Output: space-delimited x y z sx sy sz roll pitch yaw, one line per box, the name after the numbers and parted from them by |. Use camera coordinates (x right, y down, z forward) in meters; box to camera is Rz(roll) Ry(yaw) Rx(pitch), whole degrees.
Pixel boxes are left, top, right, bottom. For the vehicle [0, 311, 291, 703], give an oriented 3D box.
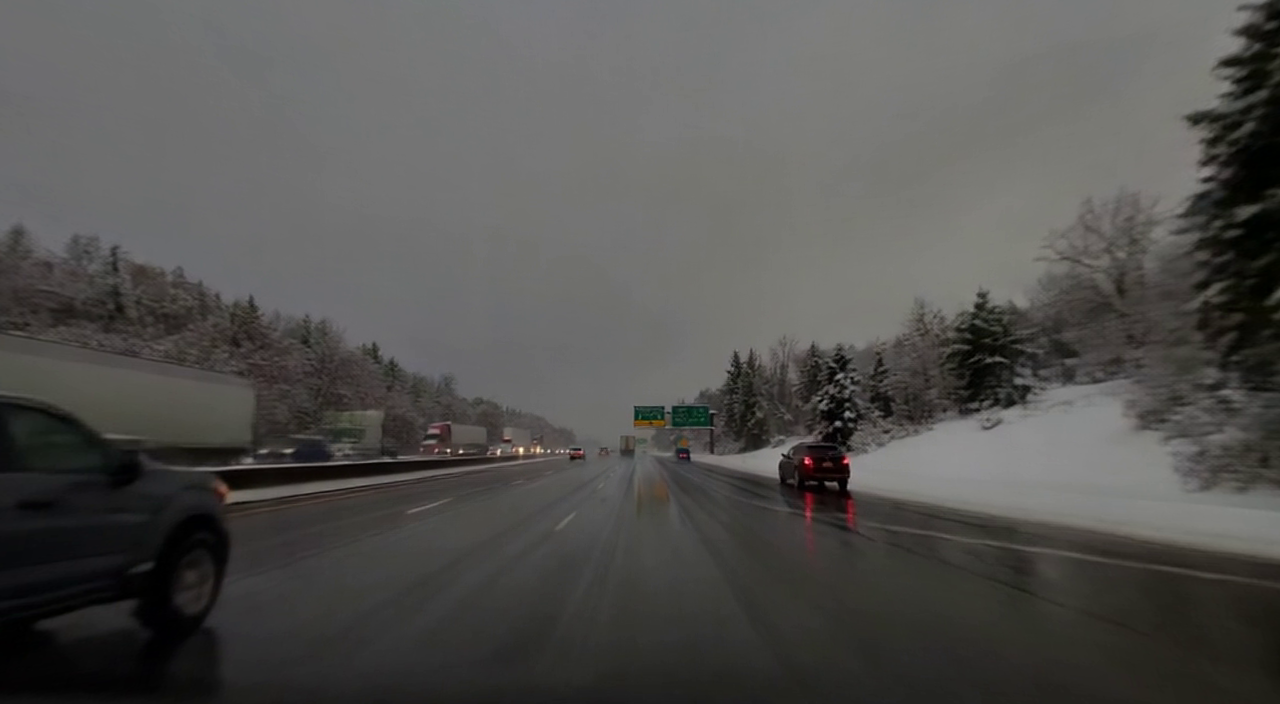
-3.933 0.736 2.377 2.220 1.928 5.176 0 -9 0 | vehicle

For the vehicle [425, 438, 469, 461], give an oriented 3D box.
-14.458 7.358 47.384 1.874 1.513 4.268 2 -10 0 | vehicle

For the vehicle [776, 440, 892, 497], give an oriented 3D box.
6.538 3.977 21.809 2.080 1.725 4.252 1 -9 -9 | vehicle

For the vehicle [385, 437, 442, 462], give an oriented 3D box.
-14.227 6.190 39.811 1.967 1.454 4.432 0 -9 0 | vehicle

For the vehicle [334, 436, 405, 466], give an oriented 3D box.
-14.192 5.263 33.364 1.879 1.444 4.337 0 -9 -1 | vehicle
